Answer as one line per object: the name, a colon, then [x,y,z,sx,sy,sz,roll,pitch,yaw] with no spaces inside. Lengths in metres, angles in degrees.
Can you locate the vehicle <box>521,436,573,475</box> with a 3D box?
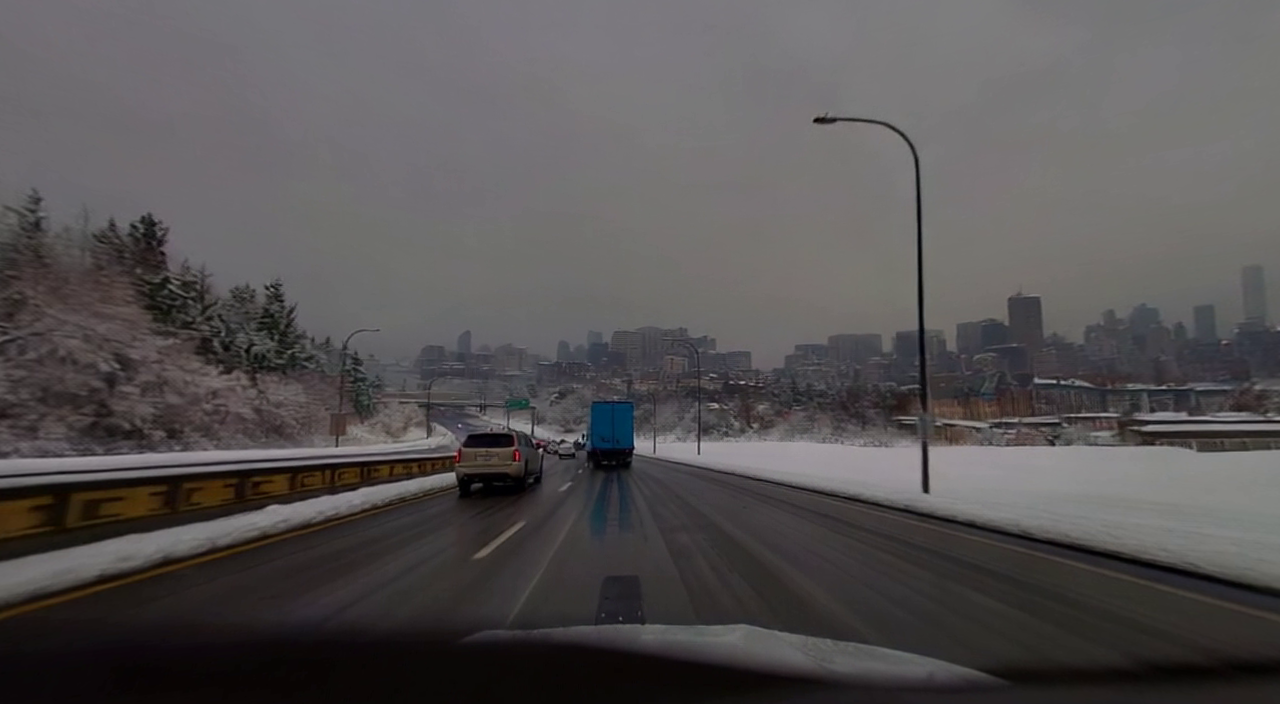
vehicle: [-4.454,5.042,30.874,2.044,1.740,4.361,1,-9,-2]

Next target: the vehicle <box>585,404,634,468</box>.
vehicle: [-2.124,6.162,45.491,2.959,3.975,12.918,1,-9,-2]

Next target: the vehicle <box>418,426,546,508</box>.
vehicle: [-3.704,2.791,15.683,2.041,1.734,4.391,0,-9,0]
